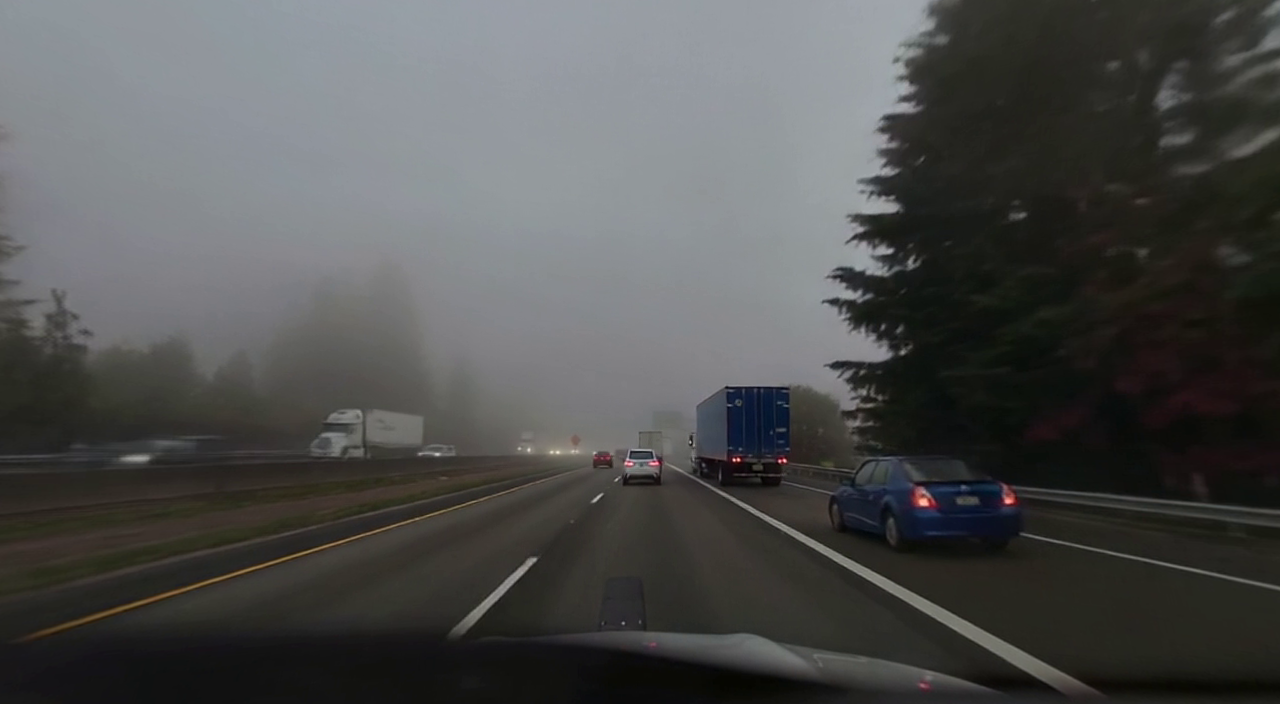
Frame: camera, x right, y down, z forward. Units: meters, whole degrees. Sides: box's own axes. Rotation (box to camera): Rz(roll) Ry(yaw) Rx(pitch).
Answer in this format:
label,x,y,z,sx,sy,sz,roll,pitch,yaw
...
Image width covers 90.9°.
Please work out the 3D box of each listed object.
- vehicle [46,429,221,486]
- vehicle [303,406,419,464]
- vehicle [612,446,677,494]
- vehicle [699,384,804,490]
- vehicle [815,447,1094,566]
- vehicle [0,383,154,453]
label,x,y,z,sx,sy,sz,roll,pitch,yaw
vehicle,-15.519,3.279,19.672,1.837,1.566,4.209,0,-9,2
vehicle,-19.408,6.092,45.014,2.806,3.616,11.656,0,-9,1
vehicle,0.149,4.143,22.371,2.089,1.516,4.191,0,-9,0
vehicle,4.876,4.310,30.994,2.877,4.035,13.897,0,-9,1
vehicle,4.323,2.177,9.673,2.037,1.377,4.407,0,-9,0
vehicle,-19.977,2.393,21.572,2.268,2.025,5.234,0,-10,2
